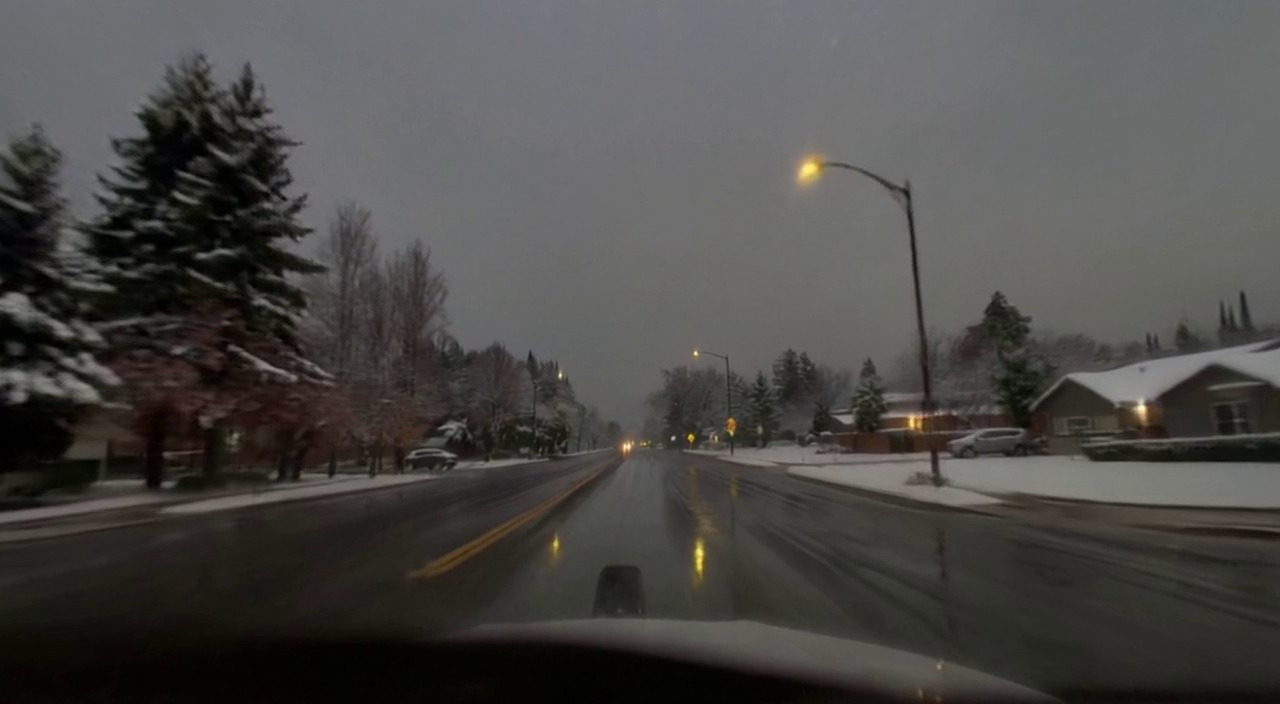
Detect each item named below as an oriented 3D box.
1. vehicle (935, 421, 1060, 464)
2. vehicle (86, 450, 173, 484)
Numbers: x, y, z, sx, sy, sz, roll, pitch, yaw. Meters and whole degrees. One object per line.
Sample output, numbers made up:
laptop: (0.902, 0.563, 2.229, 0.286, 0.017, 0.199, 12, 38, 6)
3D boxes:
vehicle: (21.326, 5.455, 37.865, 6.048, 2.416, 2.158, -1, -9, 1)
vehicle: (-28.153, 6.308, 34.834, 4.542, 1.700, 2.201, -6, -10, 31)
